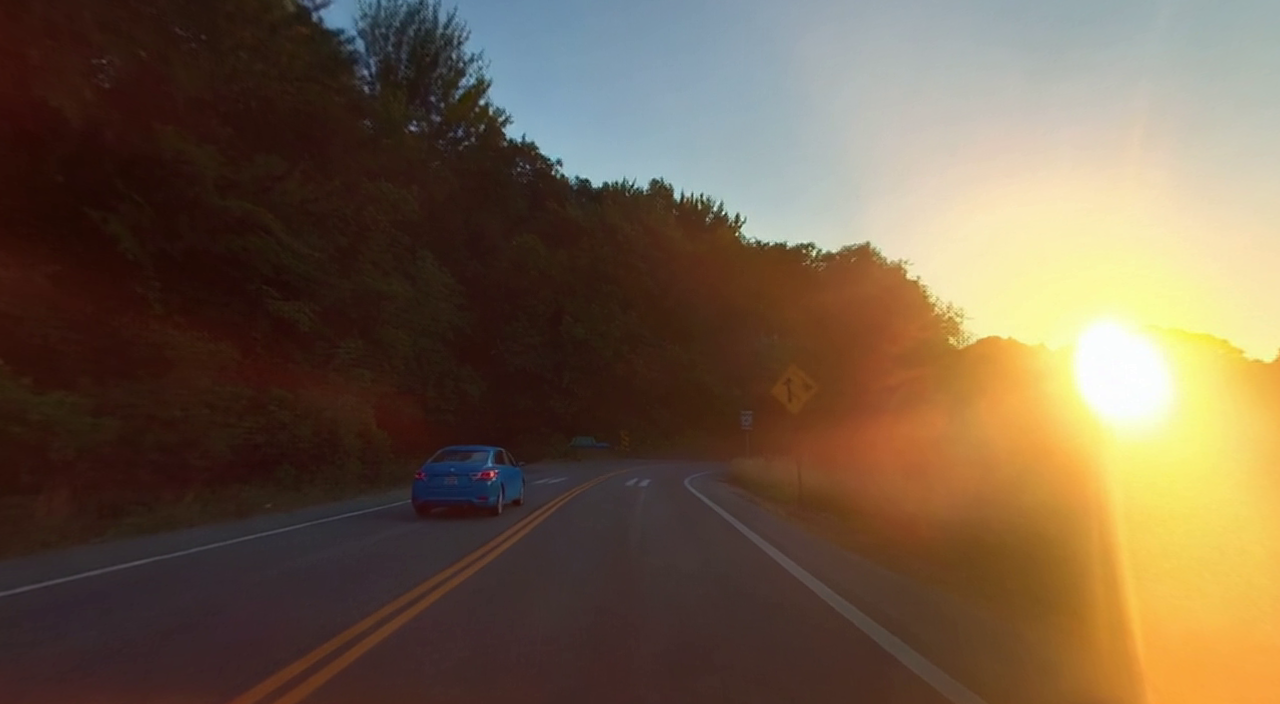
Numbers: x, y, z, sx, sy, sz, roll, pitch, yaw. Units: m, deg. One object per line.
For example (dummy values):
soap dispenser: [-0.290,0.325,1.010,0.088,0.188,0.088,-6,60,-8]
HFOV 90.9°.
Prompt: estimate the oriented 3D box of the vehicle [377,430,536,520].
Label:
vehicle: [-3.630,2.533,13.369,2.078,1.607,3.959,0,-9,1]
